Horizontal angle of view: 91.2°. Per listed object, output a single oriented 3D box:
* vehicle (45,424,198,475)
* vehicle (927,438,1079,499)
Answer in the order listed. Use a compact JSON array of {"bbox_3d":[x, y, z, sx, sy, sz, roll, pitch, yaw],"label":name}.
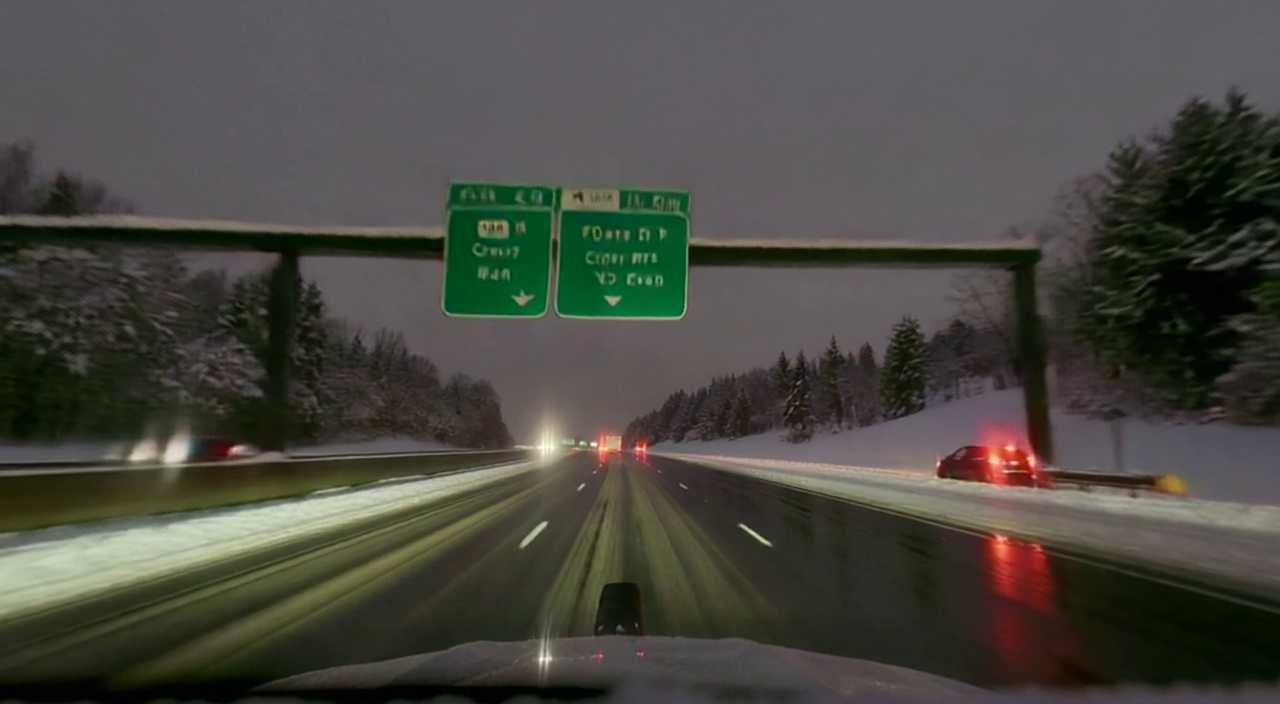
[{"bbox_3d":[-17.157,3.268,21.026,1.776,1.493,3.970,0,-9,-2],"label":"vehicle"},{"bbox_3d":[9.806,3.165,17.335,1.853,1.463,3.780,0,-9,-1],"label":"vehicle"}]
